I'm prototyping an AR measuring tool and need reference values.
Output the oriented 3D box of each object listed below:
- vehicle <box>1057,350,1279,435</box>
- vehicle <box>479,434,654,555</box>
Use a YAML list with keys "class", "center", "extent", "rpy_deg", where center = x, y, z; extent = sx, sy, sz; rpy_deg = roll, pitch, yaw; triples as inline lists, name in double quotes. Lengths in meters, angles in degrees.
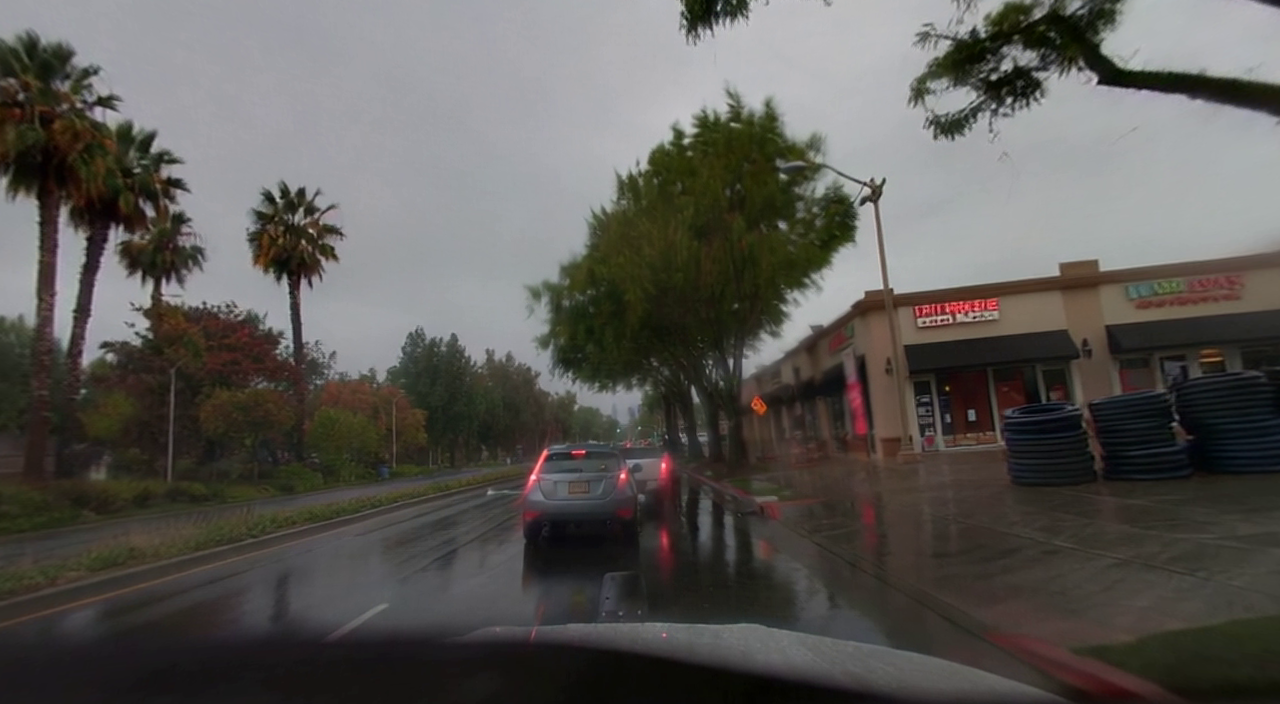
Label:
- class: "vehicle"
  center: [13.385, 1.194, 16.349]
  extent: [1.854, 1.693, 4.798]
  rpy_deg: [-1, -10, 0]
- class: "vehicle"
  center: [-0.972, 2.087, 9.983]
  extent: [2.169, 1.495, 4.048]
  rpy_deg: [0, -8, -2]
